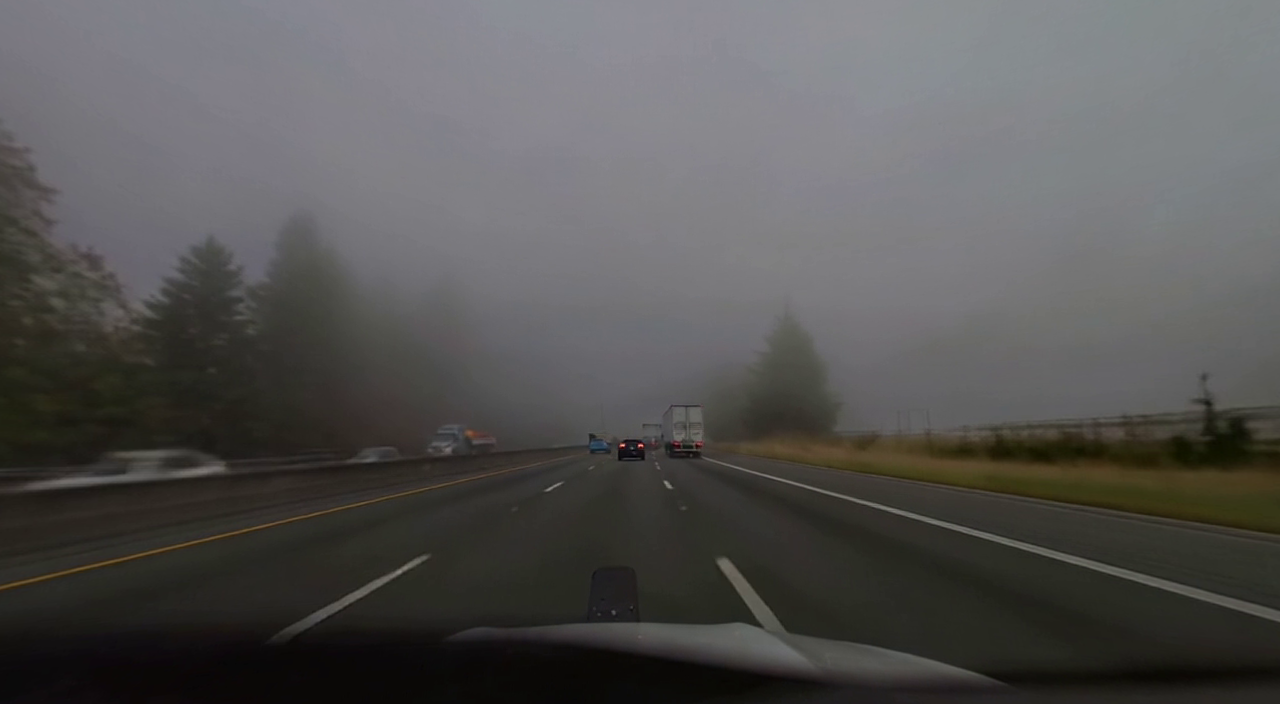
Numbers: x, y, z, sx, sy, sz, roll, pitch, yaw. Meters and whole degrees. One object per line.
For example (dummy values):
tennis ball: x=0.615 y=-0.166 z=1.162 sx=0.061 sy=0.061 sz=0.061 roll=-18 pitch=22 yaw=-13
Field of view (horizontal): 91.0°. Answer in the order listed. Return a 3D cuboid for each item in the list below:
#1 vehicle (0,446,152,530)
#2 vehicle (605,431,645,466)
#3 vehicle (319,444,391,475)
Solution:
vehicle: x=-12.788 y=2.740 z=13.097 sx=1.880 sy=1.515 sz=4.210 roll=0 pitch=-8 yaw=0
vehicle: x=-0.819 y=5.712 z=37.525 sx=2.211 sy=1.933 sz=4.315 roll=-1 pitch=-8 yaw=0
vehicle: x=-16.719 y=6.278 z=37.174 sx=2.136 sy=1.671 sz=4.417 roll=-1 pitch=-8 yaw=1
